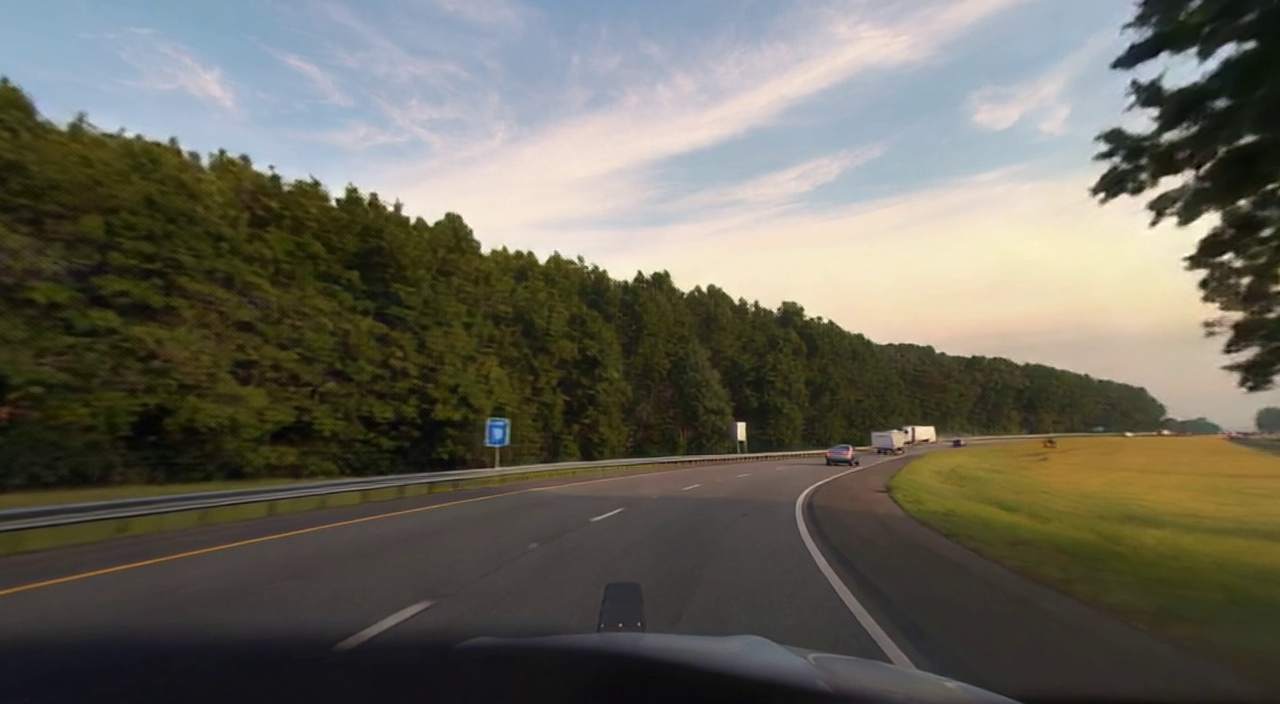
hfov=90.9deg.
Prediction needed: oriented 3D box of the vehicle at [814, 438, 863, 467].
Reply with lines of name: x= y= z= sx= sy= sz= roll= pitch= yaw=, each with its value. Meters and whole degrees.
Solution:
vehicle: x=12.620 y=6.347 z=39.815 sx=2.221 sy=1.674 sz=4.325 roll=-5 pitch=-10 yaw=26
